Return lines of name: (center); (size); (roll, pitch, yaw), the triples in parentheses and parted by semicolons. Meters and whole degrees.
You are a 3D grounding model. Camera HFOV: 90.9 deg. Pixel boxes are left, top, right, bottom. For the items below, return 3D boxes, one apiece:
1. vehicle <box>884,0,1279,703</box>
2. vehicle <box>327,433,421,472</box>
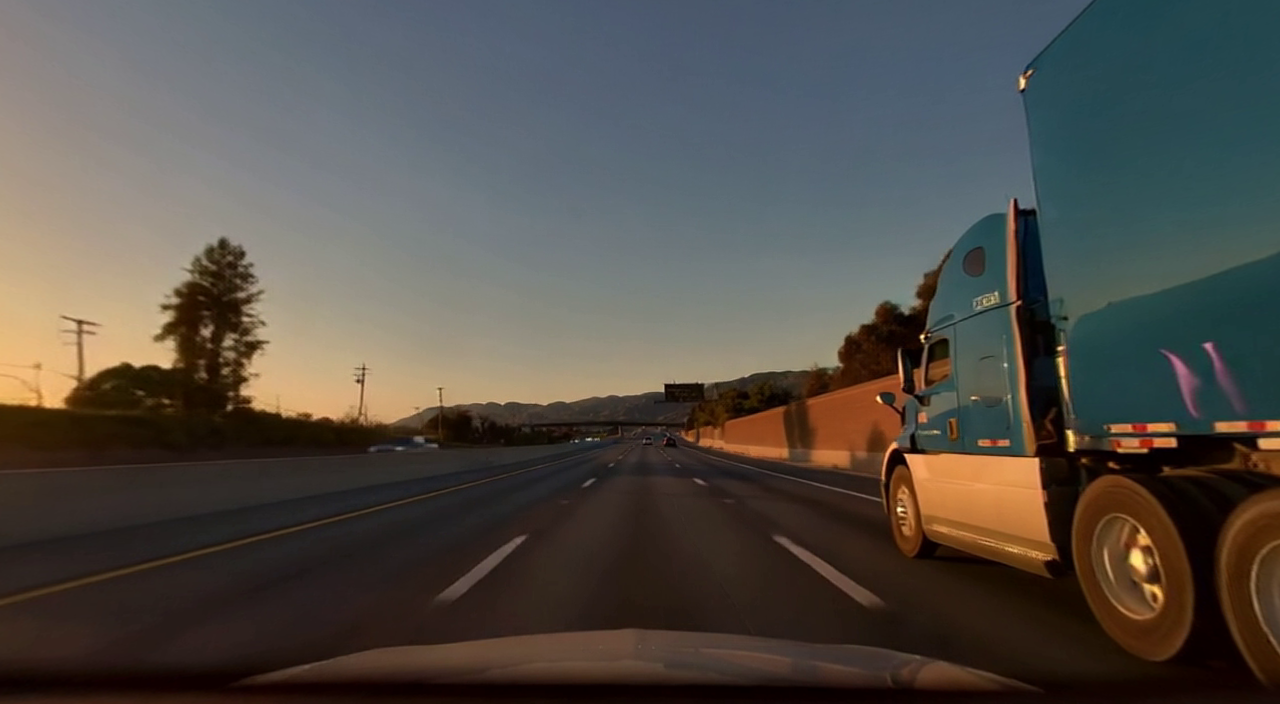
vehicle: (4.031, -0.440, 1.692); (3.012, 3.768, 8.945); (0, -8, -1)
vehicle: (-14.113, 5.390, 34.030); (2.495, 1.889, 5.742); (0, -8, 1)
